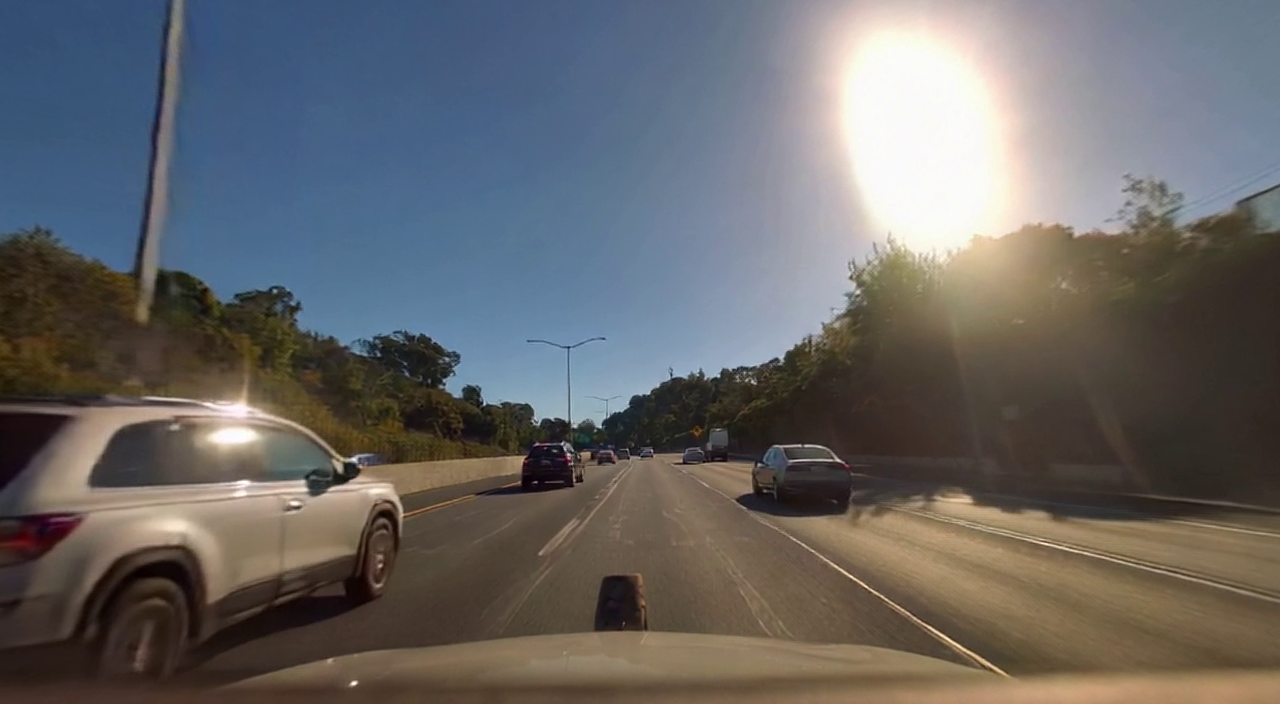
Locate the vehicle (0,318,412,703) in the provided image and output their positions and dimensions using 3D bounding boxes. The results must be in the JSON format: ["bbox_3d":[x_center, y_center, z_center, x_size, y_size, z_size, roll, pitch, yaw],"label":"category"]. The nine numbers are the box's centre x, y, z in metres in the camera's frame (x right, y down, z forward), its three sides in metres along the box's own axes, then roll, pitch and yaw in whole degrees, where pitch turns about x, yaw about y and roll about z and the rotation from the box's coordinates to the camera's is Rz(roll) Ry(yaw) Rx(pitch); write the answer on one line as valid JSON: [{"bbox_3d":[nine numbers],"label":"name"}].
[{"bbox_3d":[-3.324,0.997,3.729,2.139,1.764,4.707,-1,-8,1],"label":"vehicle"}]

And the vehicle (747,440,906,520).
[{"bbox_3d":[3.906,2.756,14.282,2.040,1.461,4.822,0,-8,-1],"label":"vehicle"}]

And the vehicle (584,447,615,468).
[{"bbox_3d":[-3.072,8.072,48.673,2.099,1.494,4.504,-1,-8,1],"label":"vehicle"}]

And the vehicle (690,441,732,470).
[{"bbox_3d":[4.483,6.626,40.632,2.144,1.752,4.765,0,-8,0],"label":"vehicle"}]

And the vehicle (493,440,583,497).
[{"bbox_3d":[-3.140,3.713,20.597,1.974,1.589,5.047,-1,-8,2],"label":"vehicle"}]
